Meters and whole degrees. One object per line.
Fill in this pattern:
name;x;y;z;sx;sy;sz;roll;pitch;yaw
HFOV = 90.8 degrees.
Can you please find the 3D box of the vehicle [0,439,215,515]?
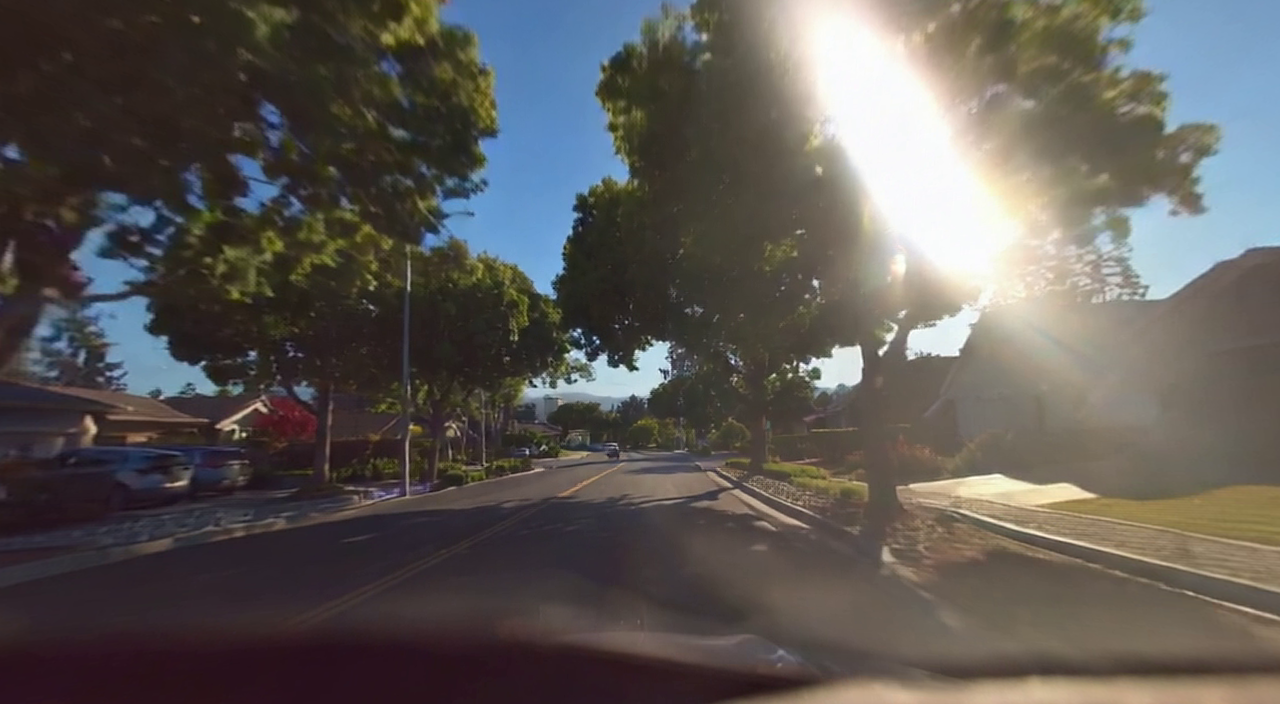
vehicle;-13.835;3.145;16.187;4.370;1.761;1.901;1;-9;-6
